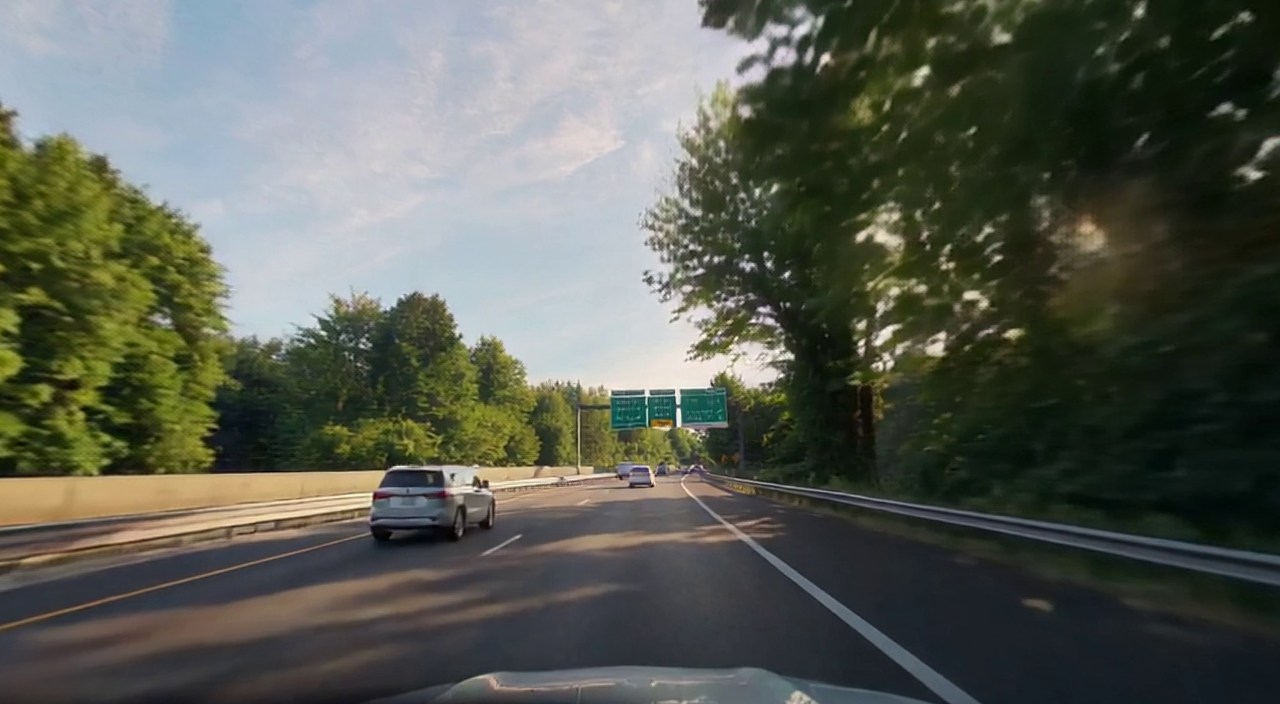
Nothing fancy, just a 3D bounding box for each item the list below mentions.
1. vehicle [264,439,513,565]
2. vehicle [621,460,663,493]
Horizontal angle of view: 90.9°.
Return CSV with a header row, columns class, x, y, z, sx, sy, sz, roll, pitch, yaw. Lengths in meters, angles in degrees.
class,x,y,z,sx,sy,sz,roll,pitch,yaw
vehicle,-3.734,2.376,10.548,2.063,1.556,4.740,1,-10,2
vehicle,0.181,6.705,34.015,2.000,1.594,3.996,1,-10,4
